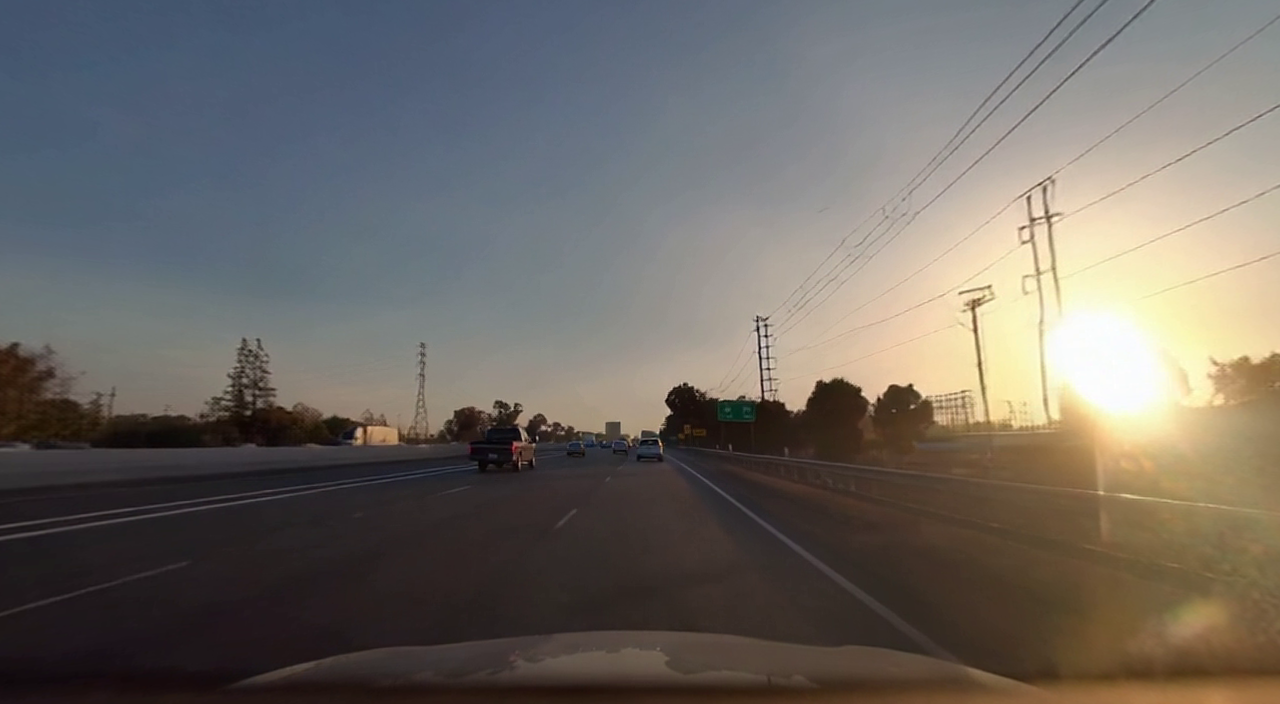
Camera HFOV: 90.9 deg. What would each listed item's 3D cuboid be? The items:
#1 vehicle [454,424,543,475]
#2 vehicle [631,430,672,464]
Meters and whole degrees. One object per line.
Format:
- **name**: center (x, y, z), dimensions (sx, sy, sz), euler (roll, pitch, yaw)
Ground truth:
- **vehicle**: center (-6.156, 4.375, 28.456), dimensions (2.460, 1.992, 6.474), euler (0, -8, 1)
- **vehicle**: center (0.686, 6.084, 40.450), dimensions (2.448, 2.025, 5.193), euler (0, -8, 0)
